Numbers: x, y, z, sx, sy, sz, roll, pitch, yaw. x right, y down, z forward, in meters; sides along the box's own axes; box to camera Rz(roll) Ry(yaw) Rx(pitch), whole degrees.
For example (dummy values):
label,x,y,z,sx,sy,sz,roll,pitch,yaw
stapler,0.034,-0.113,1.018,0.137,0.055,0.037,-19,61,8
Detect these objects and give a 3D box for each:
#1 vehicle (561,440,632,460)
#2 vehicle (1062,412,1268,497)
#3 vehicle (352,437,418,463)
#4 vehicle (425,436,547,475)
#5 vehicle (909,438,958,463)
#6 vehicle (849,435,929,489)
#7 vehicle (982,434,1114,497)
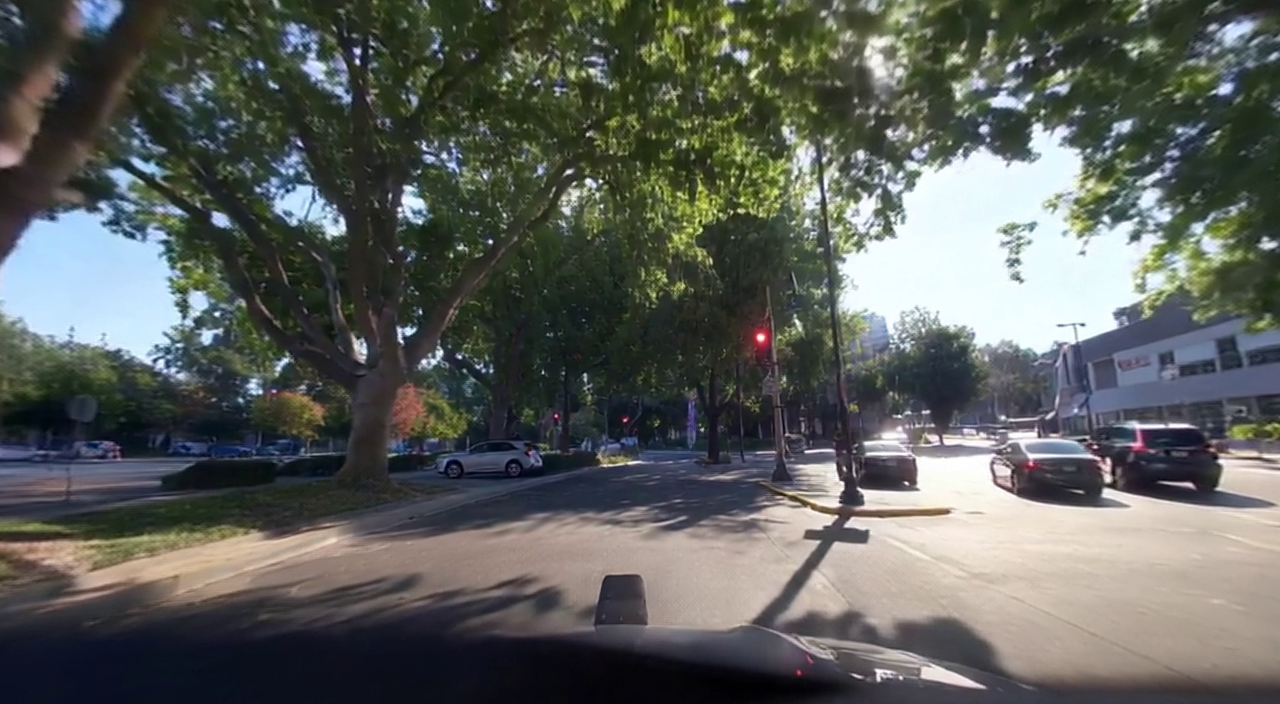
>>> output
label,x,y,z,sx,sy,sz,roll,pitch,yaw
vehicle,-3.226,7.269,46.971,4.792,1.468,2.116,-2,-9,15
vehicle,14.055,2.799,17.525,2.265,1.919,5.745,-4,-9,18
vehicle,-18.826,7.267,46.884,2.082,1.779,4.841,-2,-8,13
vehicle,-6.093,4.123,25.277,4.376,1.476,1.791,-1,-8,4
vehicle,17.079,5.718,36.875,1.936,1.391,3.874,-2,-9,16
vehicle,7.628,3.364,19.729,1.867,1.479,4.452,-3,-9,16
vehicle,11.726,3.249,18.556,2.031,1.592,4.470,-3,-9,17
